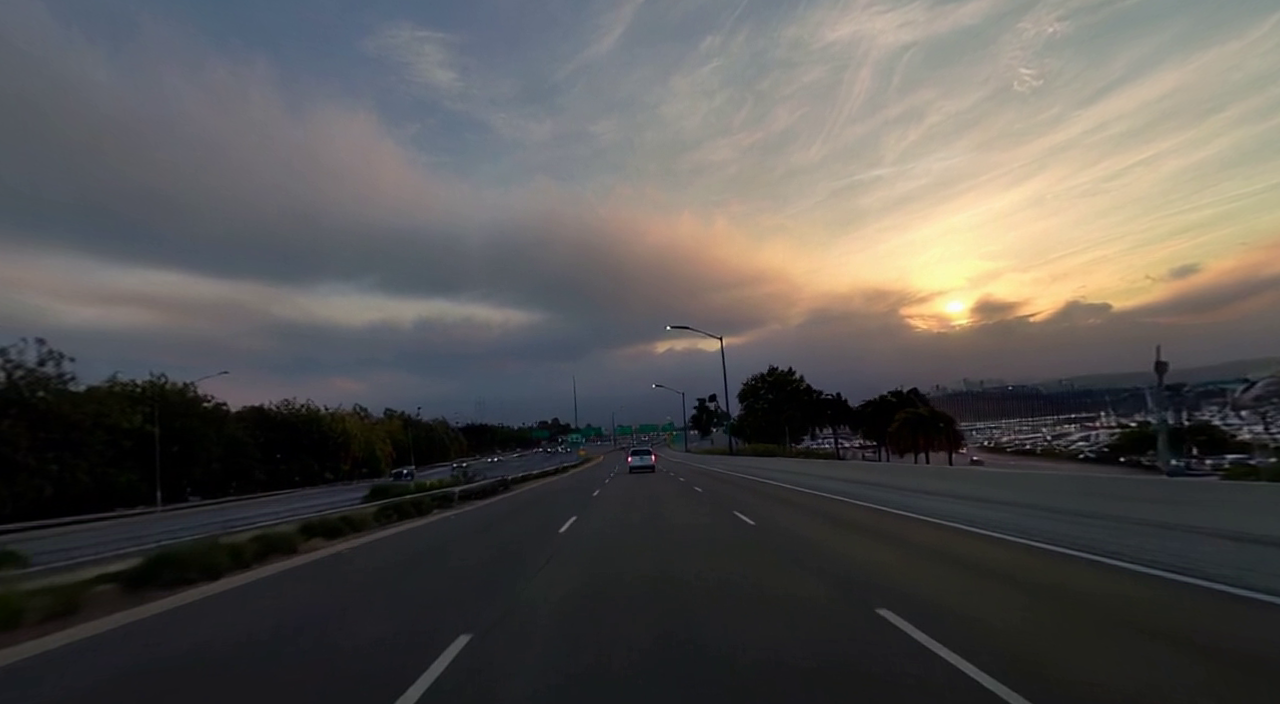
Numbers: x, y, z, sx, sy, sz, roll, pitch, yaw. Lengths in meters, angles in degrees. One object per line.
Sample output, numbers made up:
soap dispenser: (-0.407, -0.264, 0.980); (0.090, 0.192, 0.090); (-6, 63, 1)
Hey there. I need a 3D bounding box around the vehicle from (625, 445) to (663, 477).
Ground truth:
vehicle: (0.216, 6.353, 37.015); (2.089, 1.718, 4.193); (0, -9, 0)
